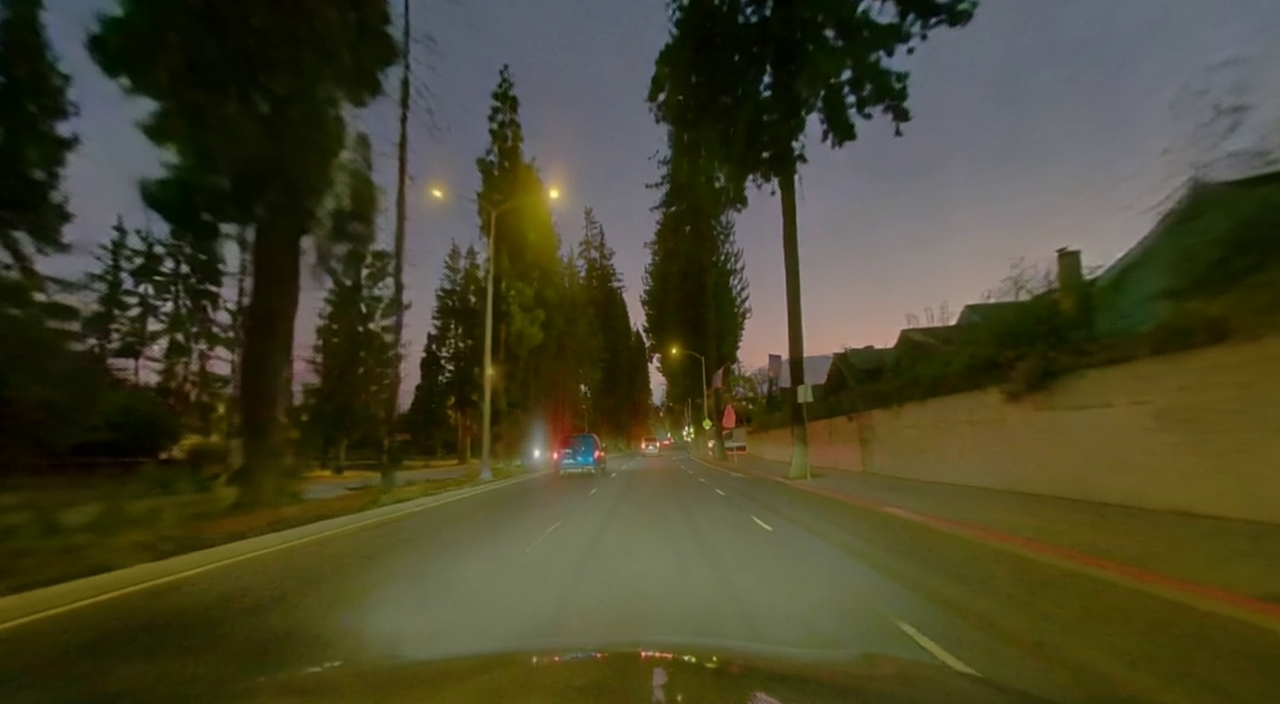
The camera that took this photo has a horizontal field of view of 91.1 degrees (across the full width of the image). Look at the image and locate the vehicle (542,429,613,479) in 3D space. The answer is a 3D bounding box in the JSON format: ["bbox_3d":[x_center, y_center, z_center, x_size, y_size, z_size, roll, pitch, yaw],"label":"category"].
[{"bbox_3d":[-2.406,4.118,25.675,2.281,1.837,4.845,0,-8,2],"label":"vehicle"}]
